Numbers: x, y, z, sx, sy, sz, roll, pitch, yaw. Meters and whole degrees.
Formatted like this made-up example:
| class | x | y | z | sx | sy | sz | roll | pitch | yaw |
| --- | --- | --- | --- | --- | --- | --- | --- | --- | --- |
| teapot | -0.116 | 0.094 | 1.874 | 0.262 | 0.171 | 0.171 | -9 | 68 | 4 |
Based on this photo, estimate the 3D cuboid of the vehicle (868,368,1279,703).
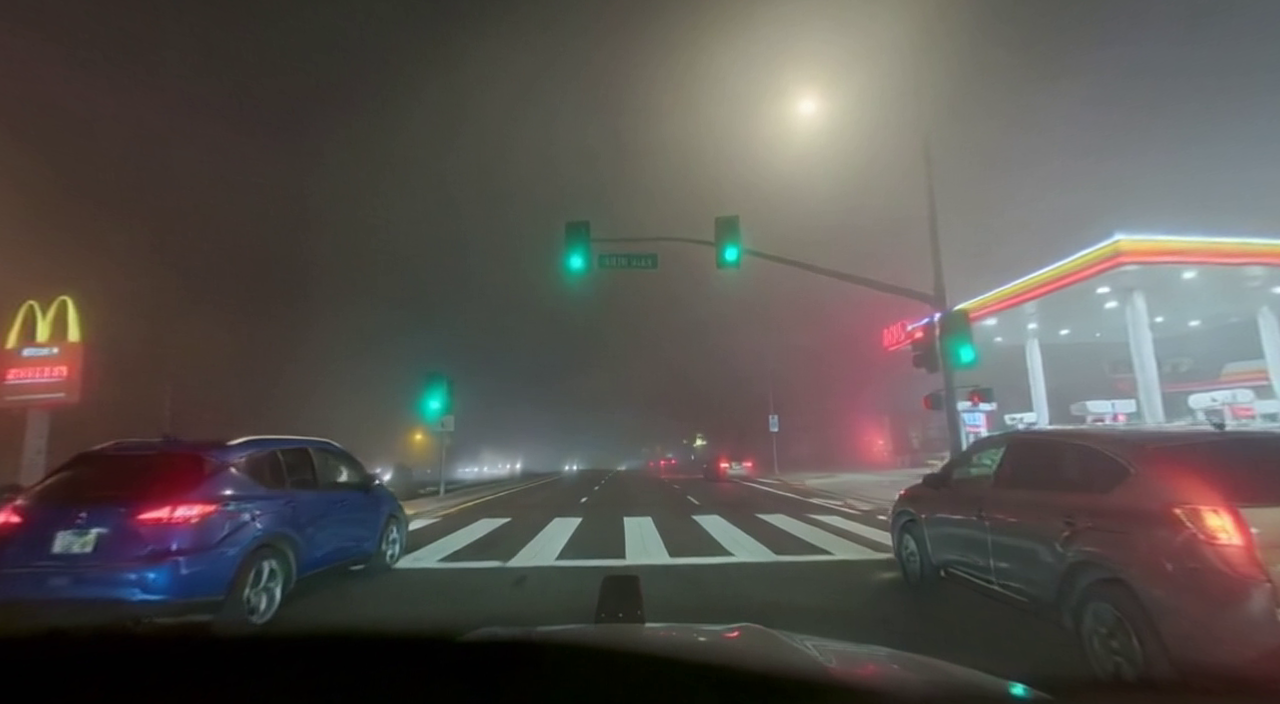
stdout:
| class | x | y | z | sx | sy | sz | roll | pitch | yaw |
| --- | --- | --- | --- | --- | --- | --- | --- | --- | --- |
| vehicle | 3.423 | 1.178 | 4.237 | 2.085 | 1.655 | 4.459 | 0 | -9 | 0 |

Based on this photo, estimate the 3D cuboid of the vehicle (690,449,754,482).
| class | x | y | z | sx | sy | sz | roll | pitch | yaw |
| --- | --- | --- | --- | --- | --- | --- | --- | --- | --- |
| vehicle | 4.431 | 6.246 | 35.052 | 2.066 | 1.699 | 4.419 | 2 | -9 | -13 |

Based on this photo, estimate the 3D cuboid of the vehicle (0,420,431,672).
| class | x | y | z | sx | sy | sz | roll | pitch | yaw |
| --- | --- | --- | --- | --- | --- | --- | --- | --- | --- |
| vehicle | -3.721 | 1.580 | 6.219 | 1.935 | 1.617 | 4.045 | 0 | -9 | 0 |
